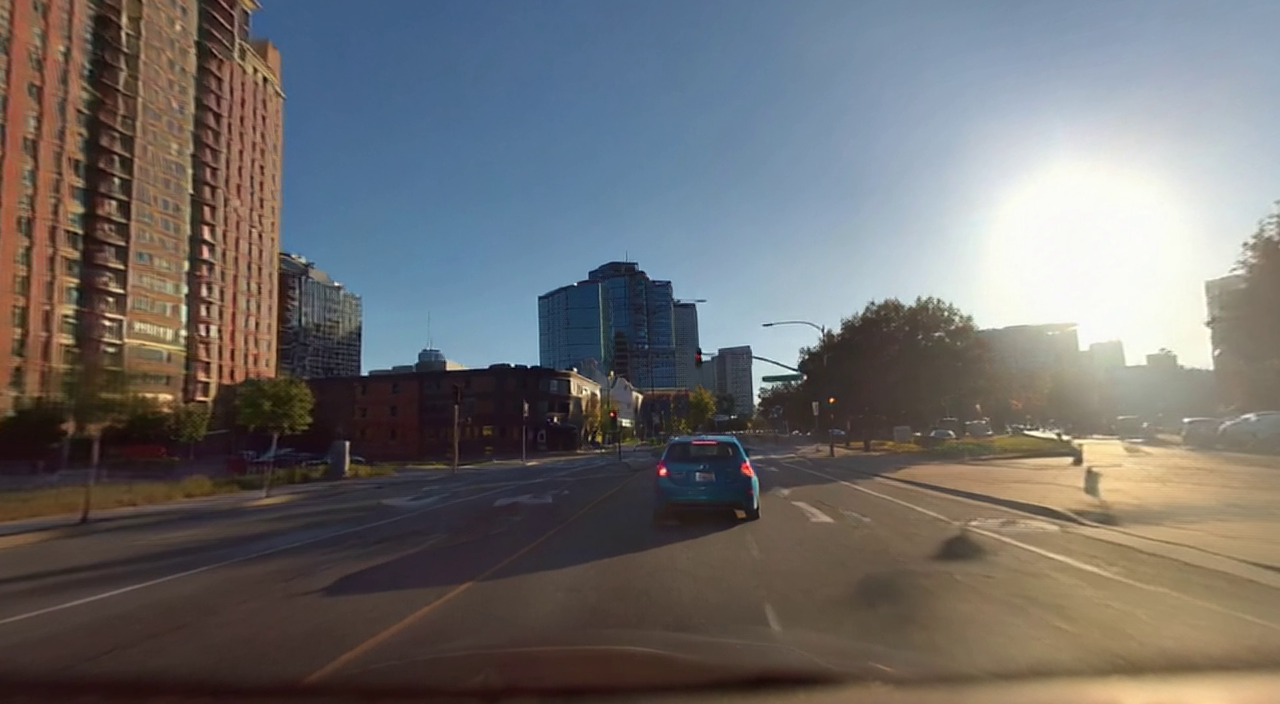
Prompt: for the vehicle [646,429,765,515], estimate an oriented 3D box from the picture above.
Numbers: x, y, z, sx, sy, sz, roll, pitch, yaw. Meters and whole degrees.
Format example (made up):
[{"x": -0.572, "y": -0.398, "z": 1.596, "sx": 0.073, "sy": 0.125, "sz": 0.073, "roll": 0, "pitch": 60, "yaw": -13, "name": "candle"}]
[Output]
[{"x": 1.234, "y": 2.262, "z": 12.476, "sx": 1.950, "sy": 1.401, "sz": 4.159, "roll": -1, "pitch": -8, "yaw": 5, "name": "vehicle"}]
